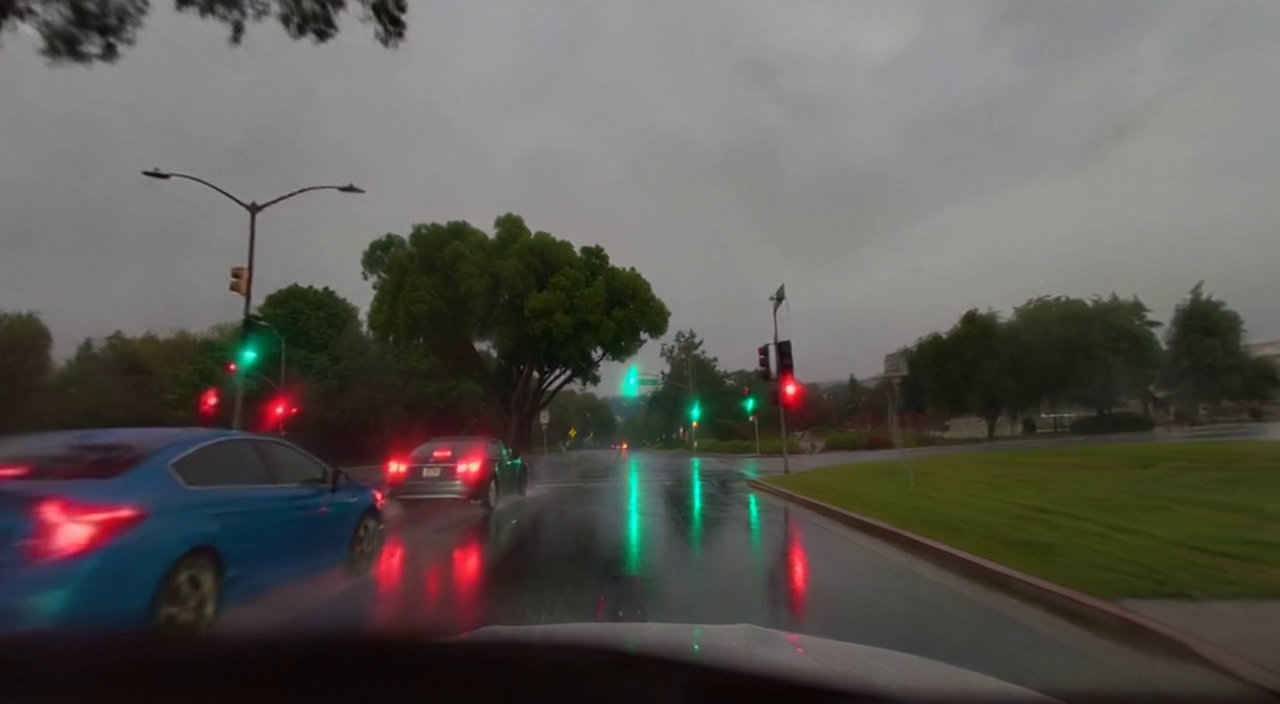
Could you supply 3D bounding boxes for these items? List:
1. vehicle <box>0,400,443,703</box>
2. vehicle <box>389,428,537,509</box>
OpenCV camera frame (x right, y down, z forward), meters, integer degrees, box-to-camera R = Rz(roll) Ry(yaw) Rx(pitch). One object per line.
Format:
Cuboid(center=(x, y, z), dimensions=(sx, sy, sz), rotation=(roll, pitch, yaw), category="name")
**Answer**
Cuboid(center=(-3.461, 1.332, 5.408), dimensions=(2.038, 1.486, 4.678), rotation=(0, -9, 0), category="vehicle")
Cuboid(center=(-3.720, 2.538, 14.228), dimensions=(1.980, 1.508, 4.502), rotation=(0, -9, 0), category="vehicle")
